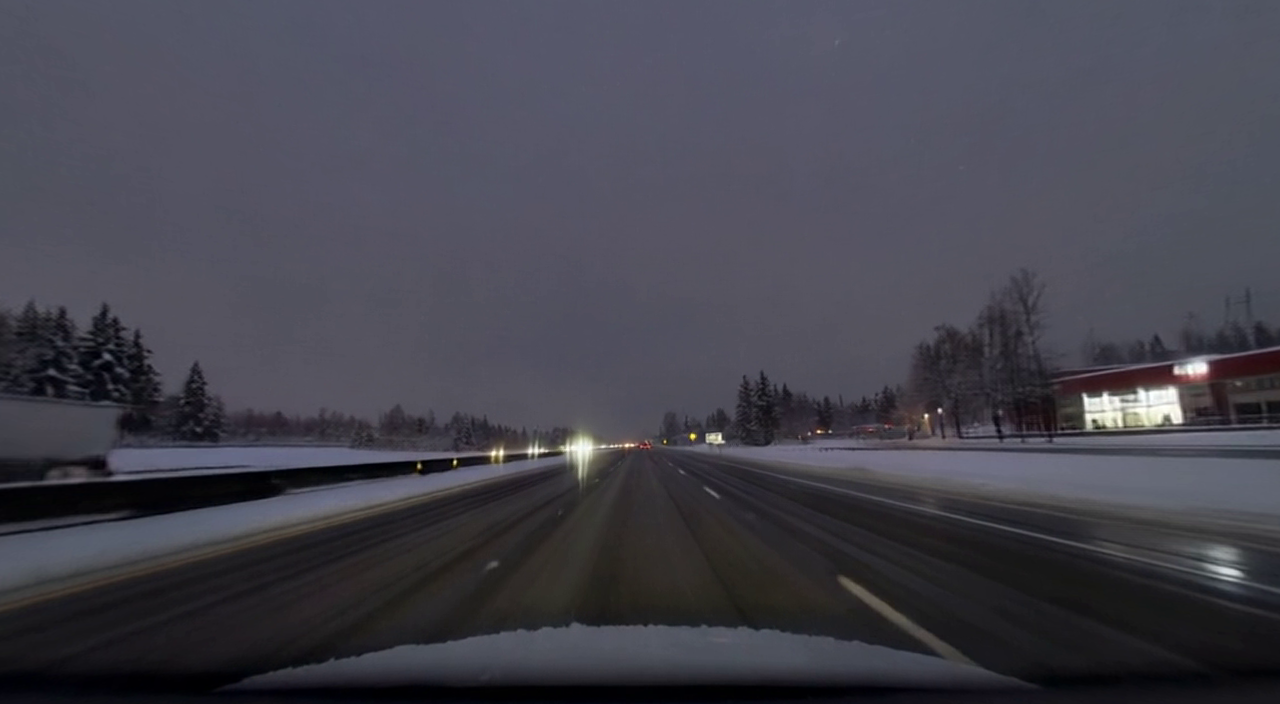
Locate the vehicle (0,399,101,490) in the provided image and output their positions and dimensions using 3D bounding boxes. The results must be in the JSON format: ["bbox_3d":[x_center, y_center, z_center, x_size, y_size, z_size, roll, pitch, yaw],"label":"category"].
[{"bbox_3d":[-31.163,3.861,26.272,2.914,4.195,16.498,0,-8,0],"label":"vehicle"}]
